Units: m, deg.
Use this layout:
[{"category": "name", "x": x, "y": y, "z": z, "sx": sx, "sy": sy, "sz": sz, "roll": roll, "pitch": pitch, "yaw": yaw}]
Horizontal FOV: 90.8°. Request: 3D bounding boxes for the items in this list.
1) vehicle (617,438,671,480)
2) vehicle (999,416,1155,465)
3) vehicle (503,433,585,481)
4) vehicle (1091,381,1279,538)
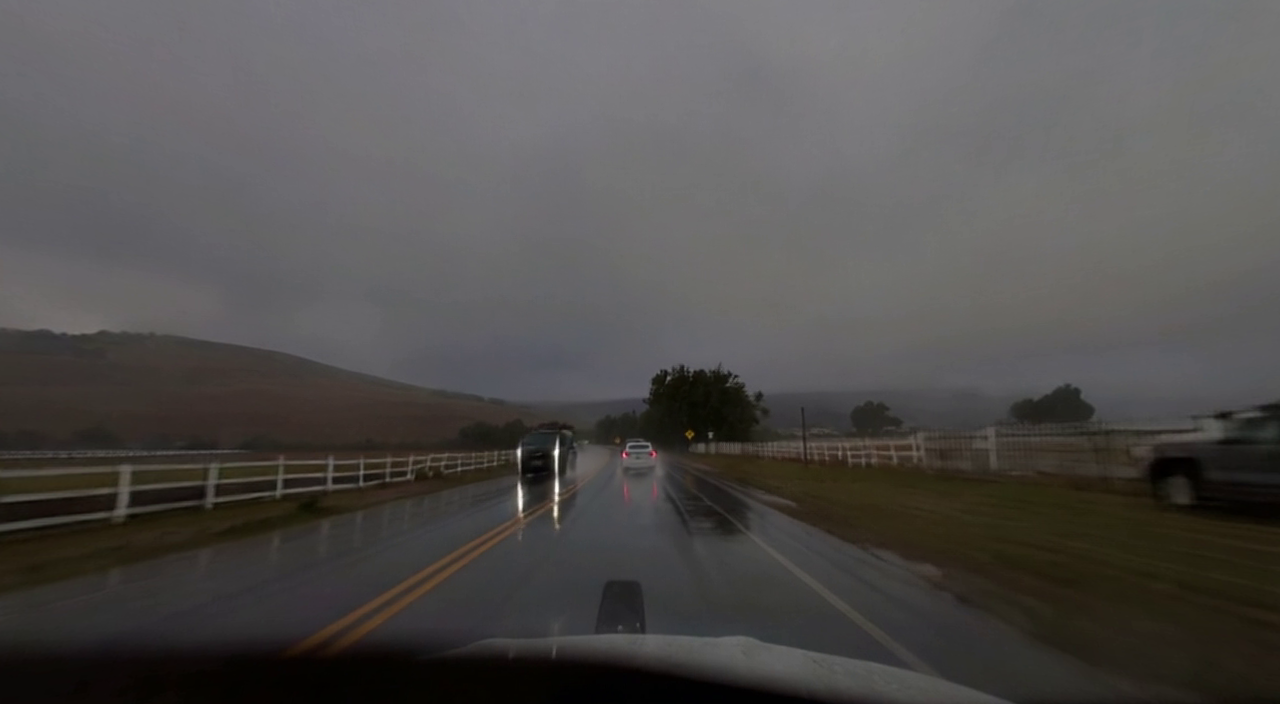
[{"category": "vehicle", "x": 0.154, "y": 4.580, "z": 27.230, "sx": 2.158, "sy": 1.669, "sz": 4.006, "roll": 0, "pitch": -9, "yaw": 0}, {"category": "vehicle", "x": 17.233, "y": 3.578, "z": 25.228, "sx": 1.943, "sy": 1.739, "sz": 4.668, "roll": 4, "pitch": -10, "yaw": -25}, {"category": "vehicle", "x": -4.559, "y": 5.183, "z": 31.516, "sx": 2.906, "sy": 2.116, "sz": 6.952, "roll": 0, "pitch": -9, "yaw": 1}, {"category": "vehicle", "x": 9.310, "y": 1.376, "z": 8.081, "sx": 2.402, "sy": 1.965, "sz": 6.091, "roll": 0, "pitch": -9, "yaw": -2}]
